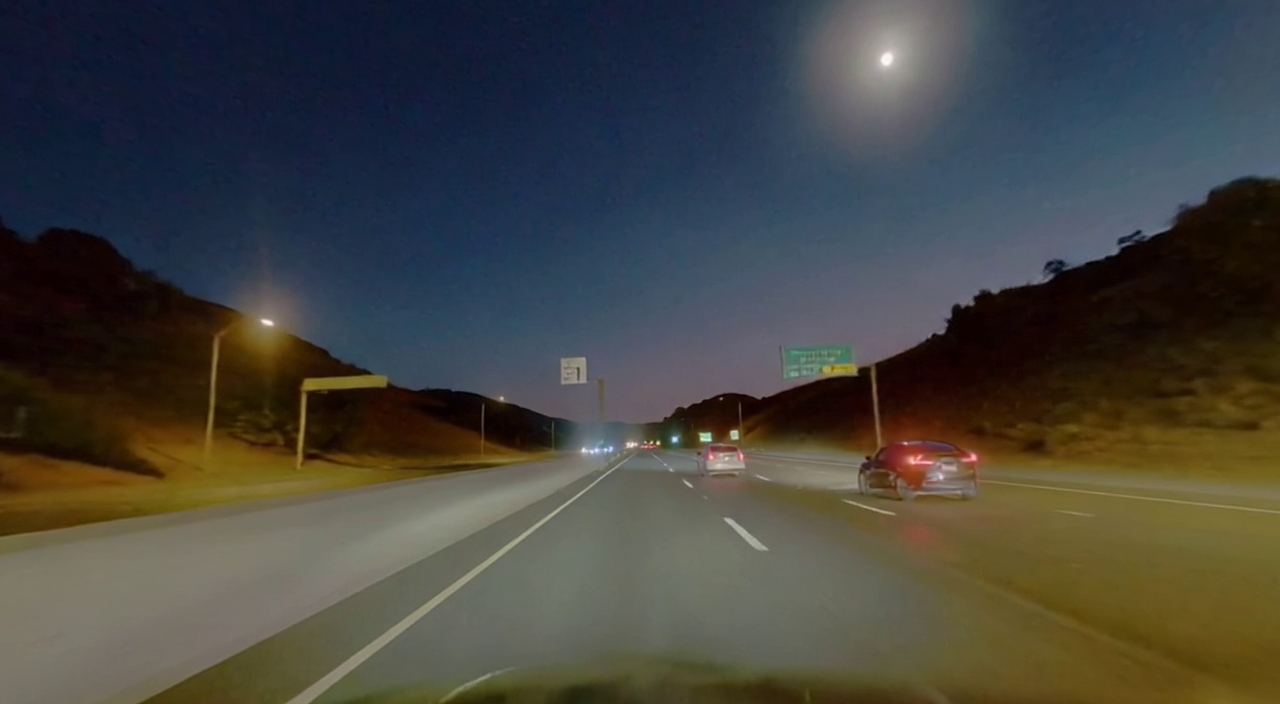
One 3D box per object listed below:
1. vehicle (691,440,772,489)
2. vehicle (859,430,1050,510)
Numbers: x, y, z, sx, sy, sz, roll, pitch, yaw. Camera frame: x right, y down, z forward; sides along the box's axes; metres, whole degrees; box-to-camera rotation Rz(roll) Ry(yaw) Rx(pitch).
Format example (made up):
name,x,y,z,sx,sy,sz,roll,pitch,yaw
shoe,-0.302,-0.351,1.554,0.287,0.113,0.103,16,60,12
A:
name,x,y,z,sx,sy,sz,roll,pitch,yaw
vehicle,2.916,3.696,21.088,2.044,1.444,4.216,0,-8,-1
vehicle,6.932,2.643,14.649,1.988,1.530,4.777,0,-8,0
